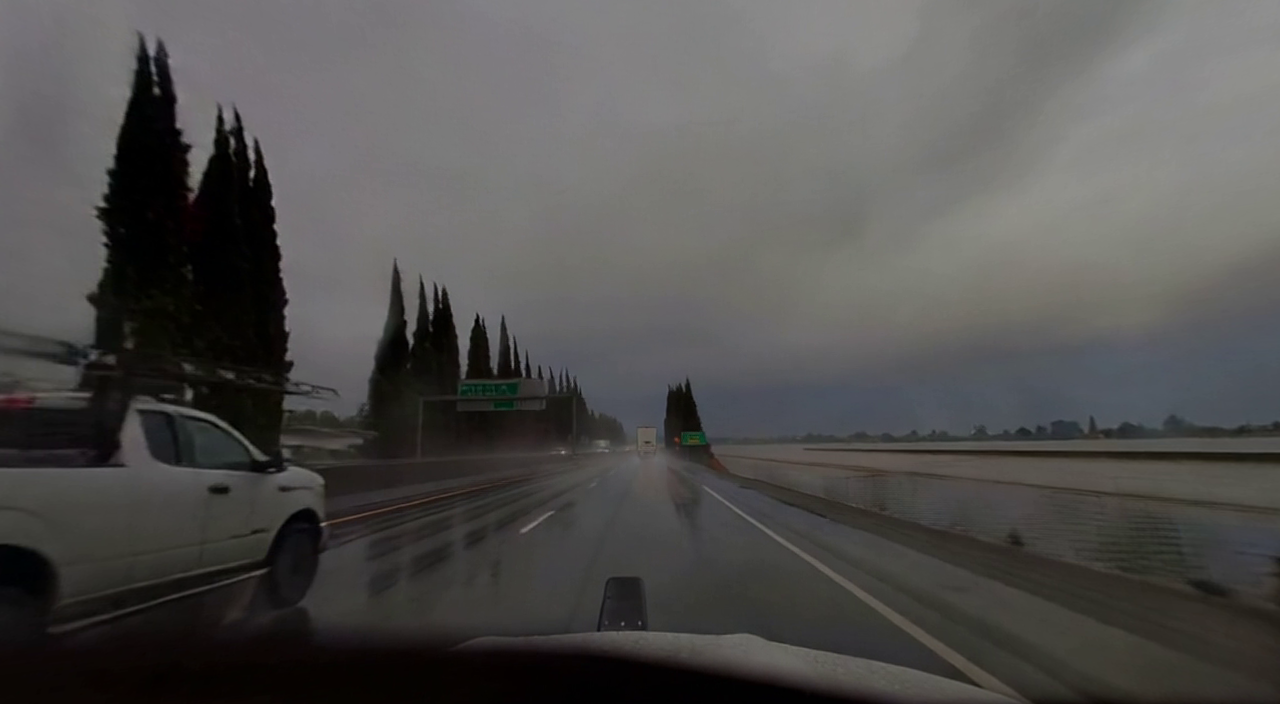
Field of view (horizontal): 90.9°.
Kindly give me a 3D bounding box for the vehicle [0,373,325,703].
[{"bbox_3d":[-3.701,1.010,3.285,2.009,1.638,3.968,0,-9,0],"label":"vehicle"}]
